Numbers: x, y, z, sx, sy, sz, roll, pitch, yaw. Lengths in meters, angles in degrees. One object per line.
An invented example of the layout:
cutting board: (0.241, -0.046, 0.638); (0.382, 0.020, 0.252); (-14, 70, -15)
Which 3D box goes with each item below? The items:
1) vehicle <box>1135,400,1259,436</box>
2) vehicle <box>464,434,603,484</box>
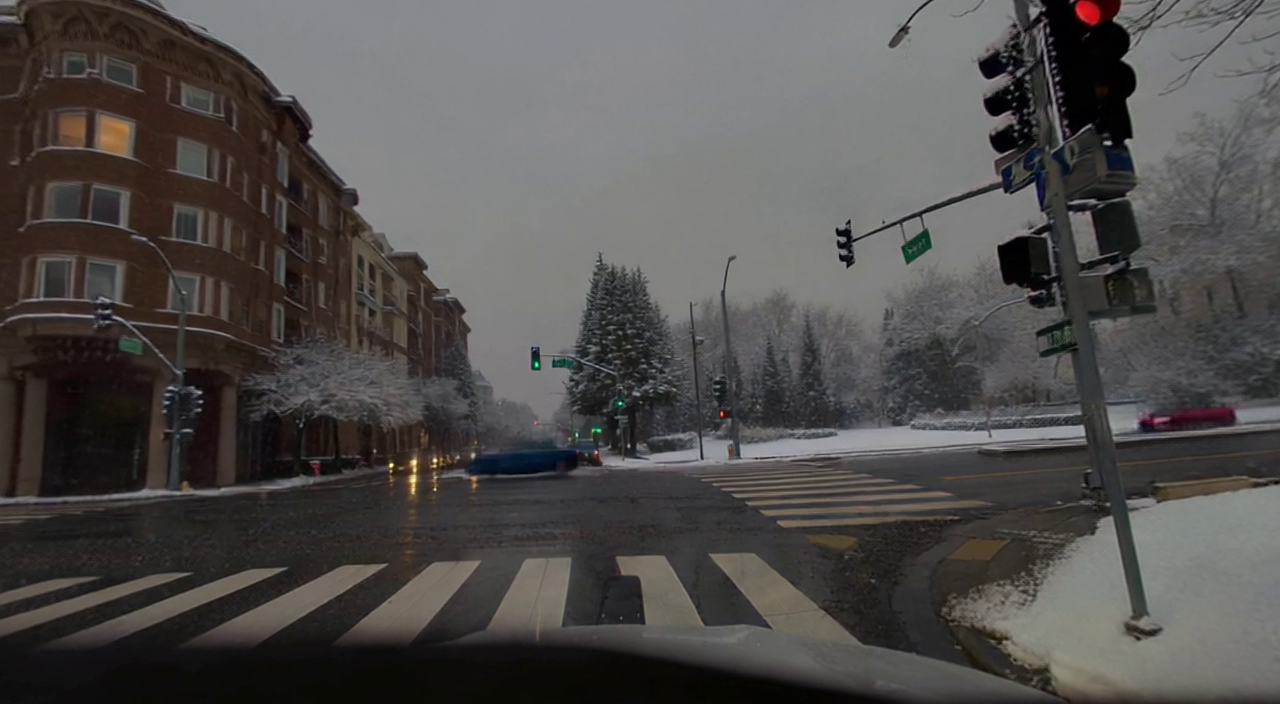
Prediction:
vehicle: (24.501, 2.936, 27.850); (4.320, 1.456, 1.803); (2, -9, -13)
vehicle: (-3.729, 3.784, 22.493); (4.626, 1.636, 2.004); (1, -9, -8)
